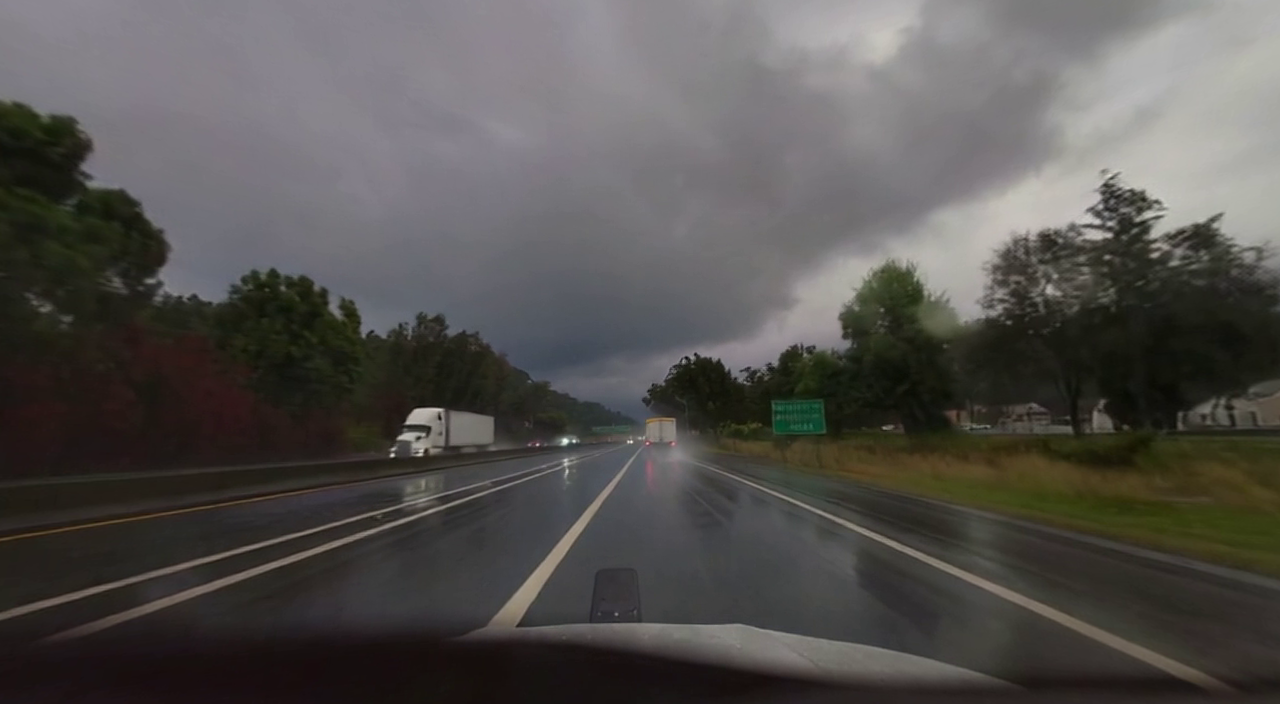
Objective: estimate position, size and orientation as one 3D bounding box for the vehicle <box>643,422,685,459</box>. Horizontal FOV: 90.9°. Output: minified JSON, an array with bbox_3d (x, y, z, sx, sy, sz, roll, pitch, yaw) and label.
[{"bbox_3d":[1.533,5.908,42.274,2.495,2.327,5.800,0,-8,-1],"label":"vehicle"}]

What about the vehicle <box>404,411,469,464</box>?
[{"bbox_3d":[-15.659,6.629,48.906,3.005,3.785,5.802,0,-8,0],"label":"vehicle"}]
